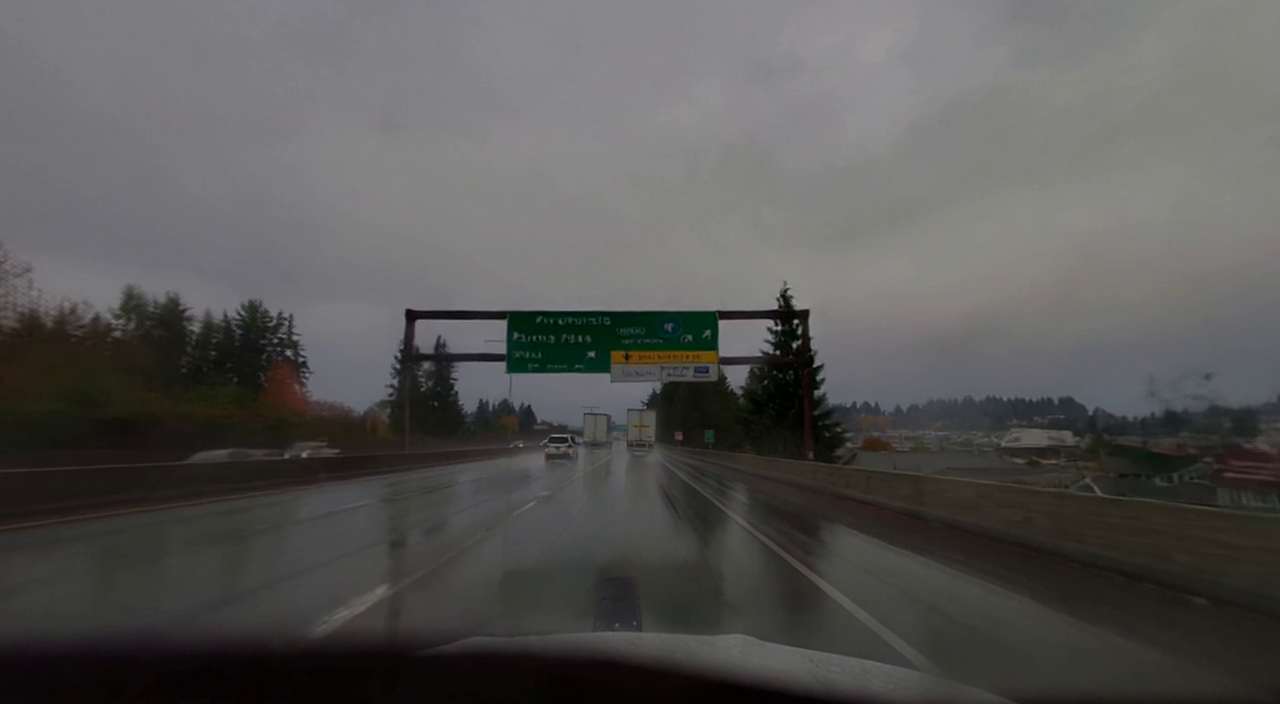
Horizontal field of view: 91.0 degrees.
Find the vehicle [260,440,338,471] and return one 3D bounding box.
[{"bbox_3d":[-23.090,6.994,42.945,2.199,1.919,5.601,0,-8,-1],"label":"vehicle"}]

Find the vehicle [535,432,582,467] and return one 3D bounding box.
[{"bbox_3d":[-4.494,5.442,35.373,2.127,1.839,4.984,0,-8,-2],"label":"vehicle"}]

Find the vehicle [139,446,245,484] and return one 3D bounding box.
[{"bbox_3d":[-19.025,4.778,26.977,1.720,1.436,3.804,0,-8,0],"label":"vehicle"}]
